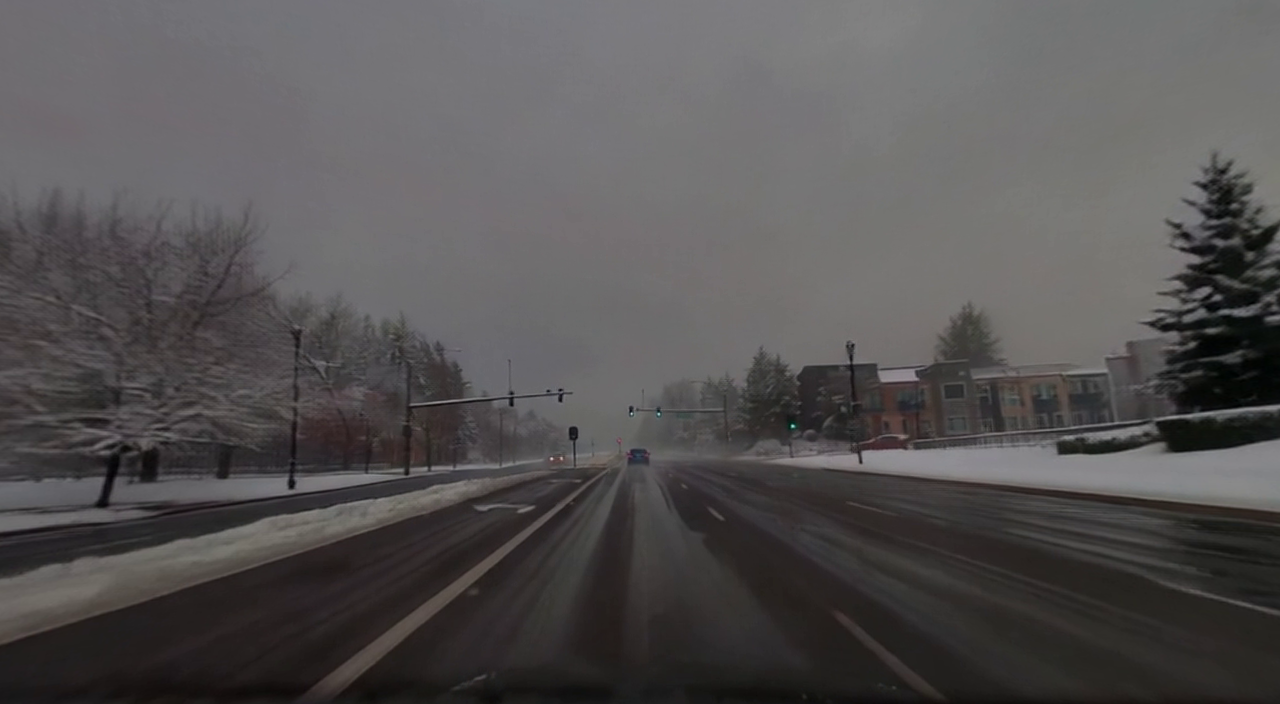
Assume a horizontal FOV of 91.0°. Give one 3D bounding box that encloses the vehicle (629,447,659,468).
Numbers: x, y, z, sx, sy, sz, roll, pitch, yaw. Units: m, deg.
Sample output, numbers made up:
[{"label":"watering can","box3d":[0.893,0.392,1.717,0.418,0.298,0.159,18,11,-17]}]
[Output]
[{"label":"vehicle","box3d":[0.295,7.542,45.167,2.064,1.477,3.968,0,-9,1]}]
